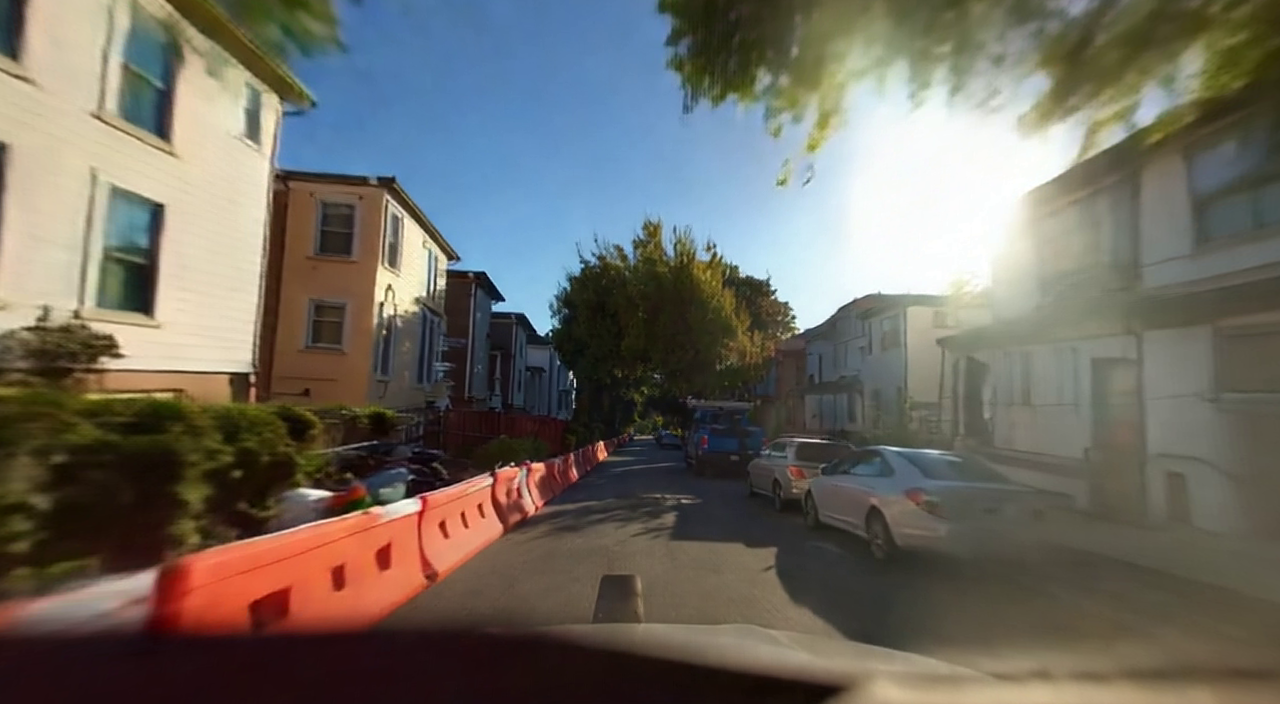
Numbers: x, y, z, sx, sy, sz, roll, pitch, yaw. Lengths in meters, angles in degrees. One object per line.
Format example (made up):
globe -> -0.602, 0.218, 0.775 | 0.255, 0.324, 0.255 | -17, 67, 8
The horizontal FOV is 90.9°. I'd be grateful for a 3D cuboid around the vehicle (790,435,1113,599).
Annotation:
vehicle -> 3.307, 1.767, 7.807 | 1.805, 1.436, 4.201 | 0, -7, -1
